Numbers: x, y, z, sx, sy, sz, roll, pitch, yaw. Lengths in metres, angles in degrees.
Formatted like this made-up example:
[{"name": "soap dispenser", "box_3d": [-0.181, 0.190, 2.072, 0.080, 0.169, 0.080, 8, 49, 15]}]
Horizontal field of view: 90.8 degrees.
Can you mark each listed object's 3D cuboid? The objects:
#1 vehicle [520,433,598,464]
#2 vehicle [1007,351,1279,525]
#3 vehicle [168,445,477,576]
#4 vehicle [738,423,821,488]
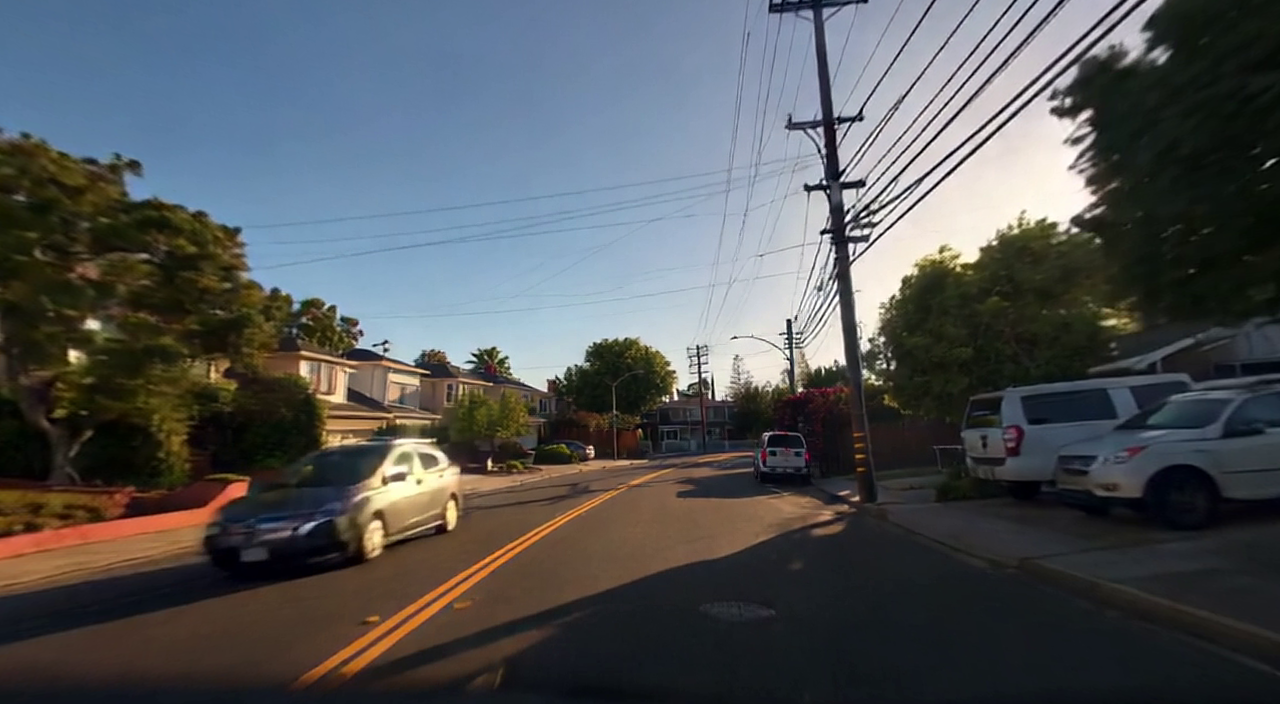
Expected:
[{"name": "vehicle", "box_3d": [-5.929, 7.058, 46.417, 5.228, 2.041, 2.023, 0, -6, 15]}, {"name": "vehicle", "box_3d": [8.758, 1.195, 8.802, 5.762, 2.116, 2.258, -1, -8, 4]}, {"name": "vehicle", "box_3d": [-4.263, 2.164, 9.673, 2.015, 1.464, 4.870, 0, -8, 3]}, {"name": "vehicle", "box_3d": [4.744, 3.624, 22.430, 2.273, 1.938, 6.400, -1, -8, 7]}]
